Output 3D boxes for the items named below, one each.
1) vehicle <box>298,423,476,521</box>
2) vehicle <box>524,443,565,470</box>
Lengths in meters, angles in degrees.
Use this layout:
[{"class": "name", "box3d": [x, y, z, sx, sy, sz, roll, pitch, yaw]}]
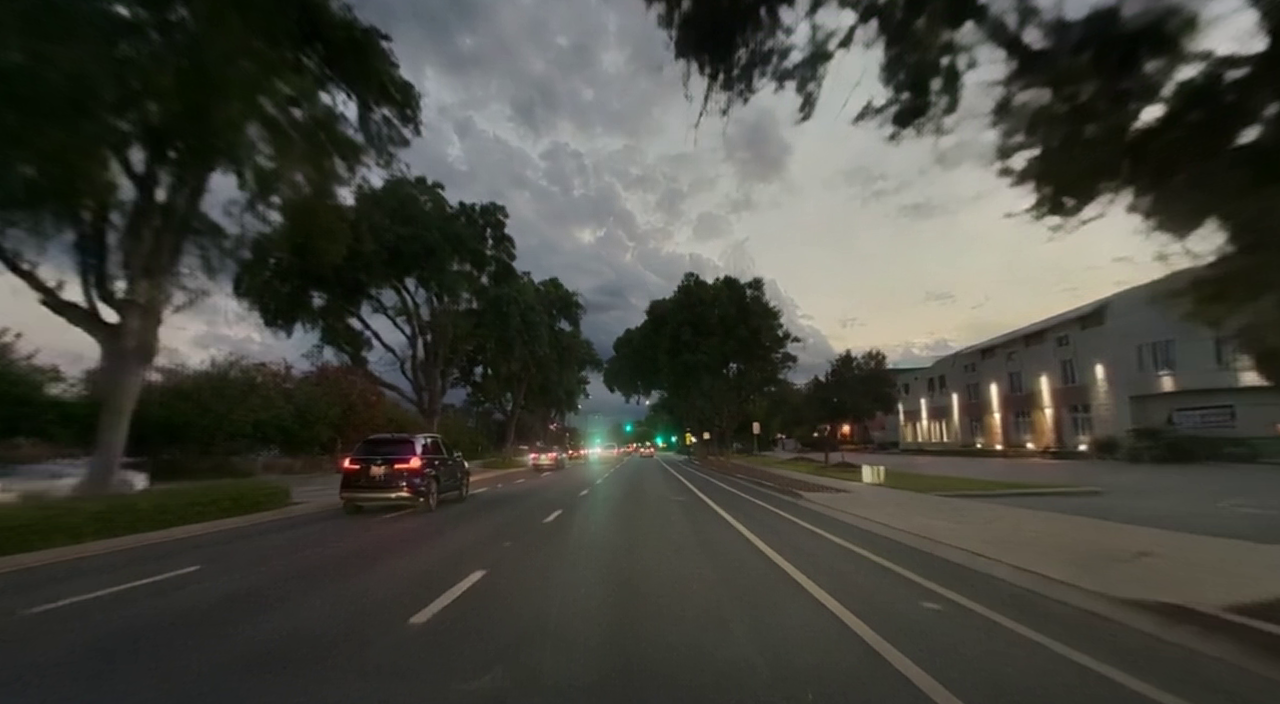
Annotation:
[{"class": "vehicle", "box3d": [-5.187, 2.521, 13.712, 2.123, 1.761, 4.322, 0, -9, -1]}, {"class": "vehicle", "box3d": [-6.268, 6.937, 41.938, 1.985, 1.708, 4.310, 0, -9, 1]}]
